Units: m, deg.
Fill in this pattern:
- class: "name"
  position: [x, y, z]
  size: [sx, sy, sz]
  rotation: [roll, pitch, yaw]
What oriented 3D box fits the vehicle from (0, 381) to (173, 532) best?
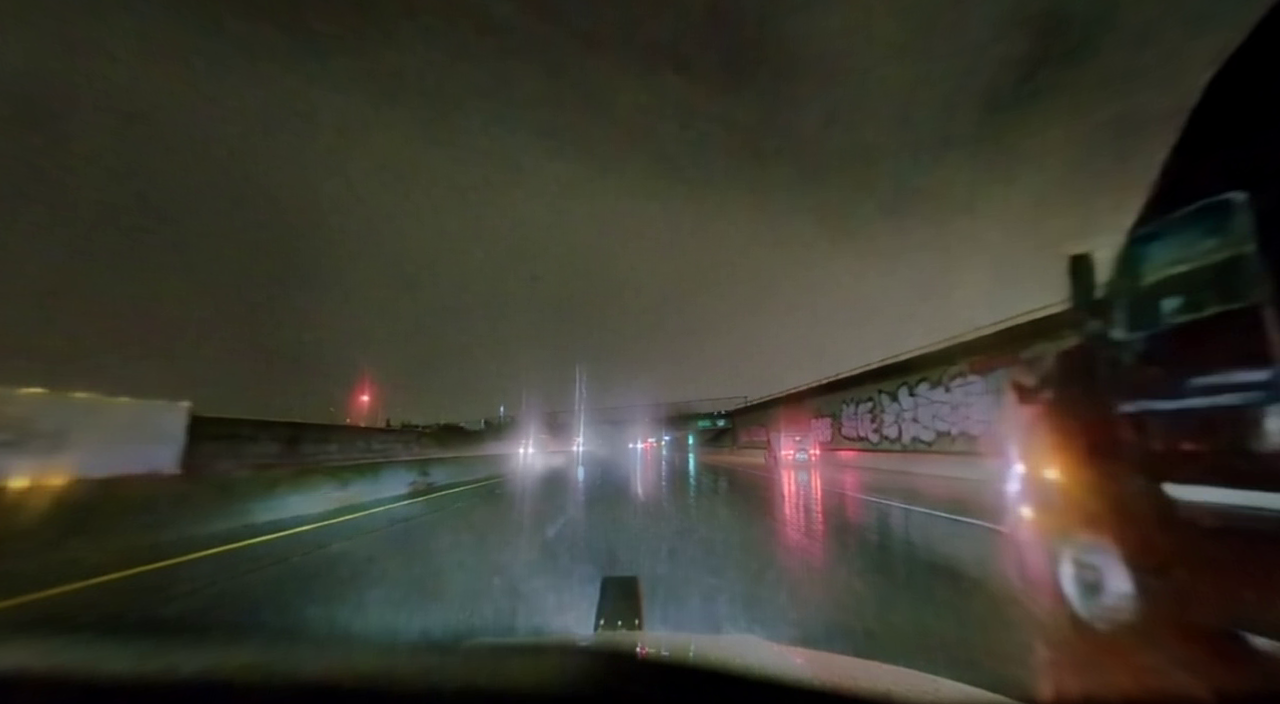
- class: "vehicle"
  position: [-20.434, 3.071, 18.351]
  size: [3.091, 4.397, 13.932]
  rotation: [0, -9, -1]
